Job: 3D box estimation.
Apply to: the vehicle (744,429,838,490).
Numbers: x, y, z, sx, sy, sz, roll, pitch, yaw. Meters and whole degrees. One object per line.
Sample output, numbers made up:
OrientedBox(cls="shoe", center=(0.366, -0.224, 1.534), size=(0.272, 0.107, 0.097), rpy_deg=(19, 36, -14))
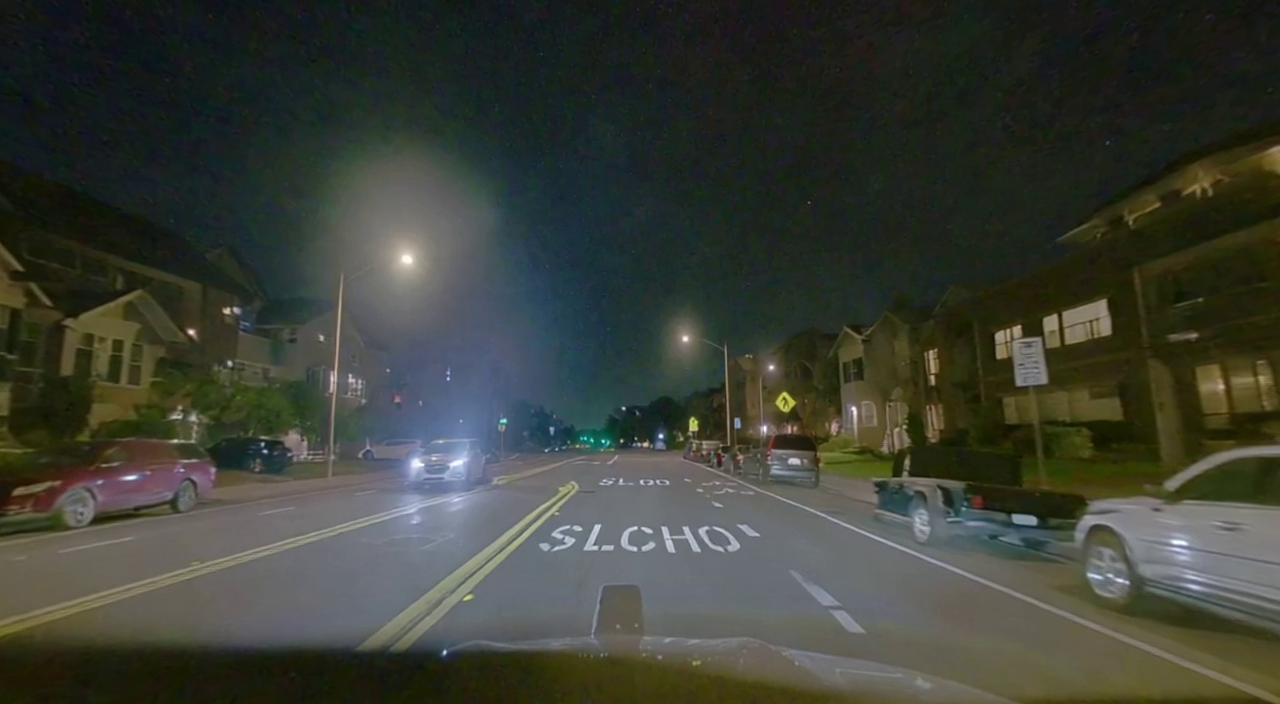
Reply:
OrientedBox(cls="vehicle", center=(5.029, 3.632, 21.682), size=(2.087, 1.869, 4.159), rpy_deg=(0, -8, -1))

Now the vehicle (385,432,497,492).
OrientedBox(cls="vehicle", center=(-6.307, 3.535, 20.662), size=(2.166, 1.734, 4.551), rpy_deg=(0, -8, 0))

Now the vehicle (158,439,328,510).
OrientedBox(cls="vehicle", center=(-11.157, 3.438, 18.274), size=(1.917, 1.763, 4.557), rpy_deg=(0, -8, 0))

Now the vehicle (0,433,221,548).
OrientedBox(cls="vehicle", center=(-11.199, 2.634, 12.833), size=(2.065, 1.869, 4.806), rpy_deg=(0, -8, -1))

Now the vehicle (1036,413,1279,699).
OrientedBox(cls="vehicle", center=(4.842, 1.172, 3.577), size=(2.251, 1.639, 4.353), rpy_deg=(1, -8, -2))
